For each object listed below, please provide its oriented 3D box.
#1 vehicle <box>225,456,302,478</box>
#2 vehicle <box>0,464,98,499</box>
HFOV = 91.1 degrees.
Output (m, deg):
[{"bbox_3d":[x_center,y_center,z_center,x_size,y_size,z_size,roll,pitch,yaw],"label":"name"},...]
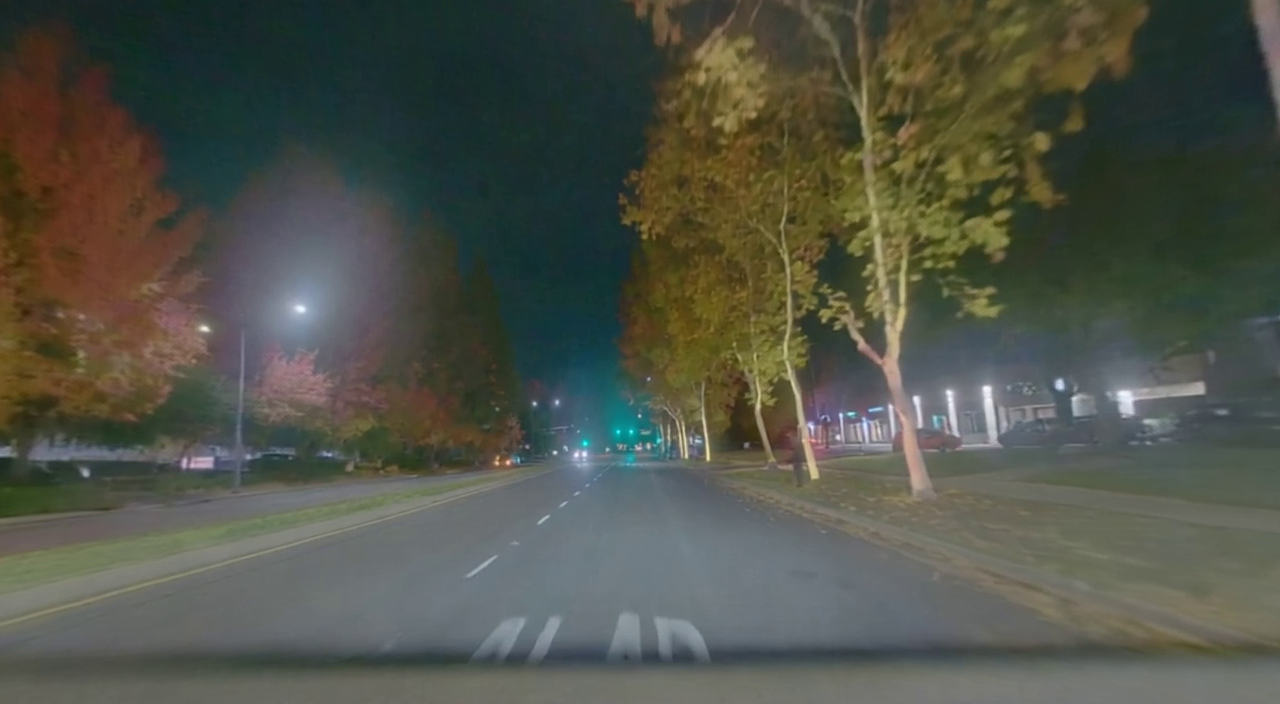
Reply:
[{"bbox_3d":[-28.897,8.809,48.269,4.552,1.576,2.005,0,-9,2],"label":"vehicle"},{"bbox_3d":[-28.857,6.171,30.042,3.990,1.514,1.892,0,-9,-2],"label":"vehicle"}]
